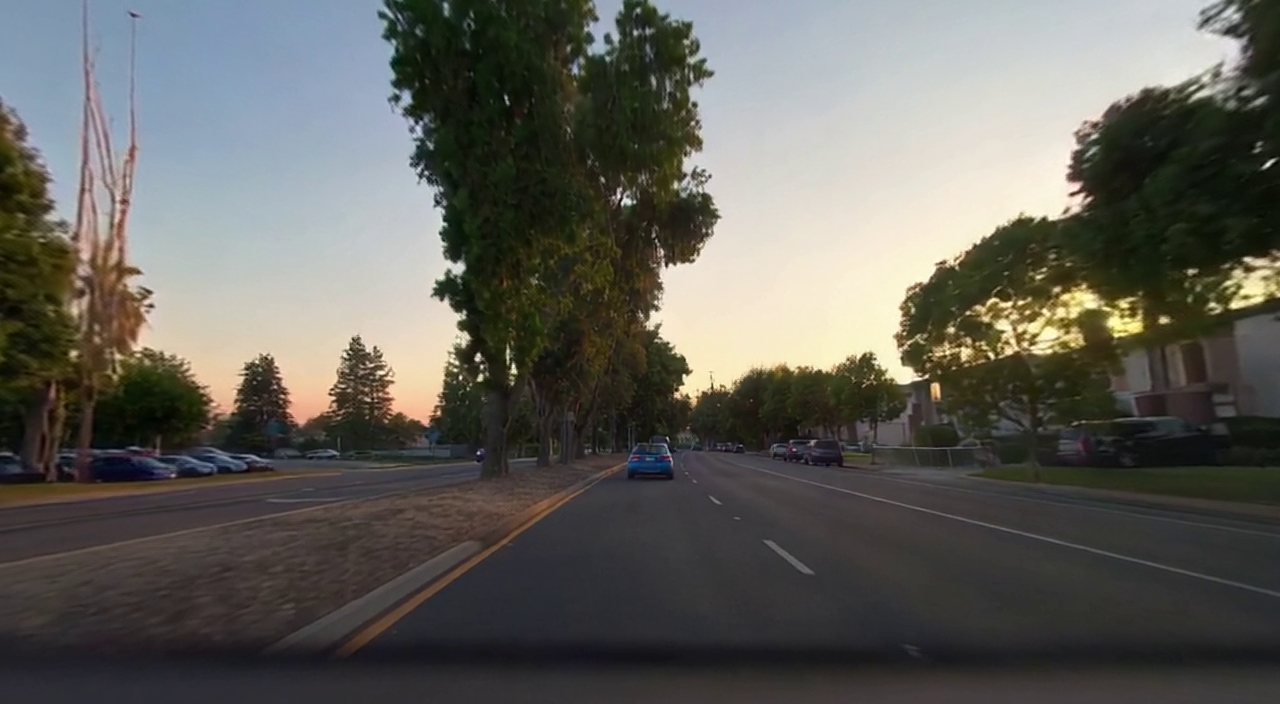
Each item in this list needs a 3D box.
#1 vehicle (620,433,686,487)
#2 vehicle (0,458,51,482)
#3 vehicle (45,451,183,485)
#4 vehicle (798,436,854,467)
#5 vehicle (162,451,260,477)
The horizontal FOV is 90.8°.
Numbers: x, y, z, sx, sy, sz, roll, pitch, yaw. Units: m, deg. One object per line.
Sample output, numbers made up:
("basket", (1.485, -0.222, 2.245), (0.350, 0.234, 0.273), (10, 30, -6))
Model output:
("vehicle", (0.464, 3.774, 22.397), (2.085, 1.693, 4.301), (0, -8, 1))
("vehicle", (-41.997, 7.764, 41.669), (4.109, 1.496, 1.929), (1, -8, -9))
("vehicle", (-23.974, 5.284, 28.939), (4.490, 1.407, 1.864), (1, -8, -6))
("vehicle", (12.092, 6.503, 41.433), (2.139, 1.849, 5.246), (0, -8, 1))
("vehicle", (-25.836, 6.733, 38.183), (4.453, 1.472, 1.873), (1, -8, -7))
